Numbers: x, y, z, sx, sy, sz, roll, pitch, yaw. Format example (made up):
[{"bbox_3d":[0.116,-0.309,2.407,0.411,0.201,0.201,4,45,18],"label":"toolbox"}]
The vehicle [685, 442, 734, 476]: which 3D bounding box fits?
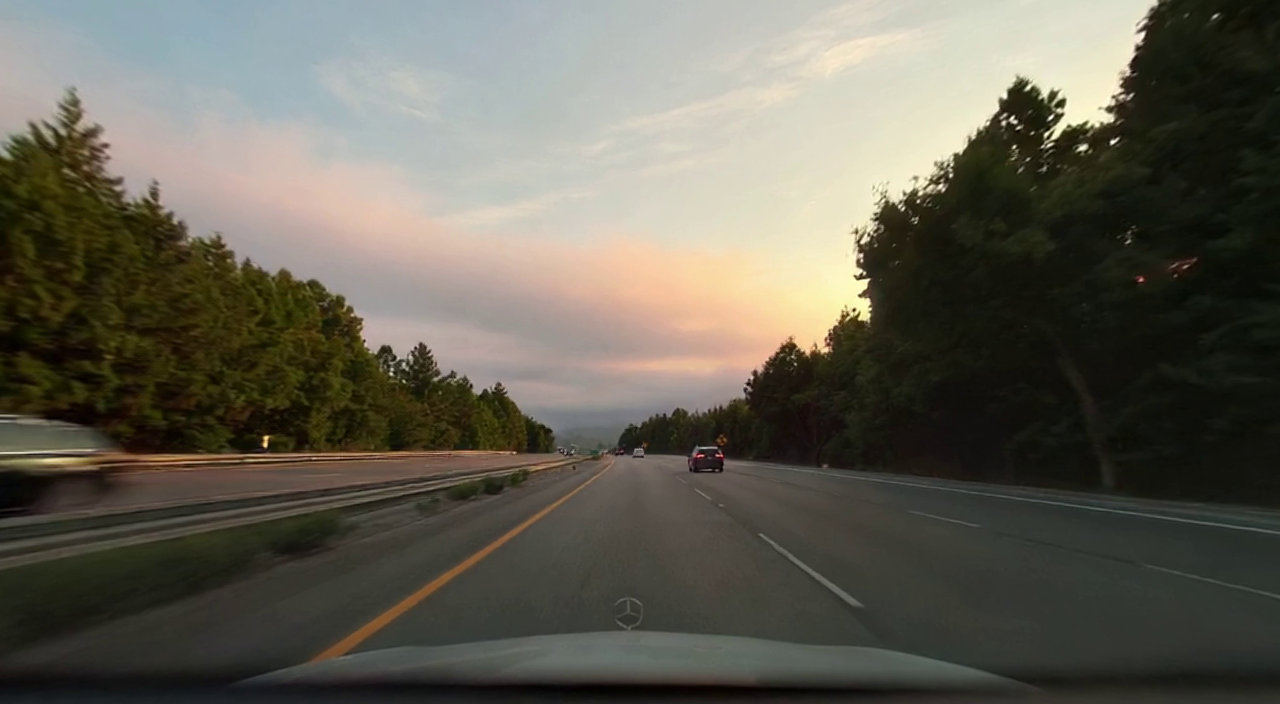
[{"bbox_3d":[3.550,5.578,33.047,1.933,1.663,4.440,0,-9,-2],"label":"vehicle"}]
